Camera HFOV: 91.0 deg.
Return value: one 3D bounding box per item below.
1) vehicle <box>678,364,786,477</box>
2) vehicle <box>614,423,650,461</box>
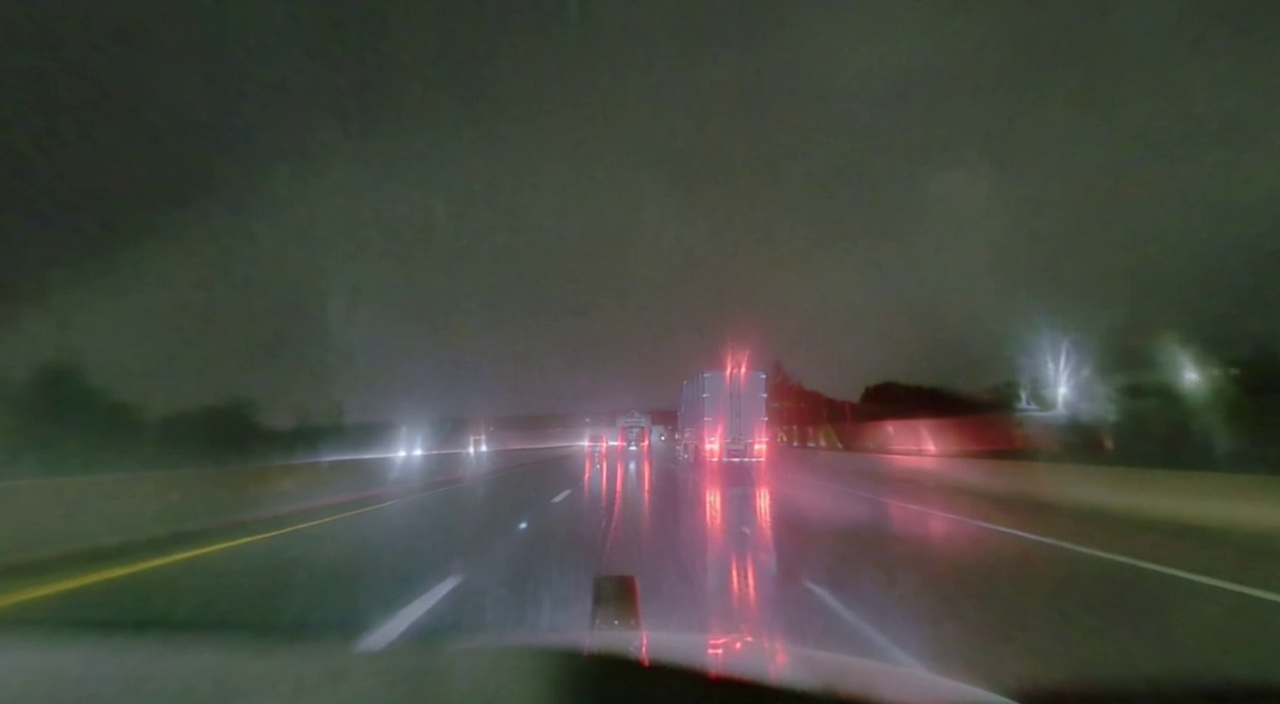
[{"bbox_3d":[3.608,3.229,27.992,2.997,3.983,10.860,1,-8,-1],"label":"vehicle"},{"bbox_3d":[-0.586,6.658,46.658,2.481,2.618,6.314,0,-8,-1],"label":"vehicle"}]
